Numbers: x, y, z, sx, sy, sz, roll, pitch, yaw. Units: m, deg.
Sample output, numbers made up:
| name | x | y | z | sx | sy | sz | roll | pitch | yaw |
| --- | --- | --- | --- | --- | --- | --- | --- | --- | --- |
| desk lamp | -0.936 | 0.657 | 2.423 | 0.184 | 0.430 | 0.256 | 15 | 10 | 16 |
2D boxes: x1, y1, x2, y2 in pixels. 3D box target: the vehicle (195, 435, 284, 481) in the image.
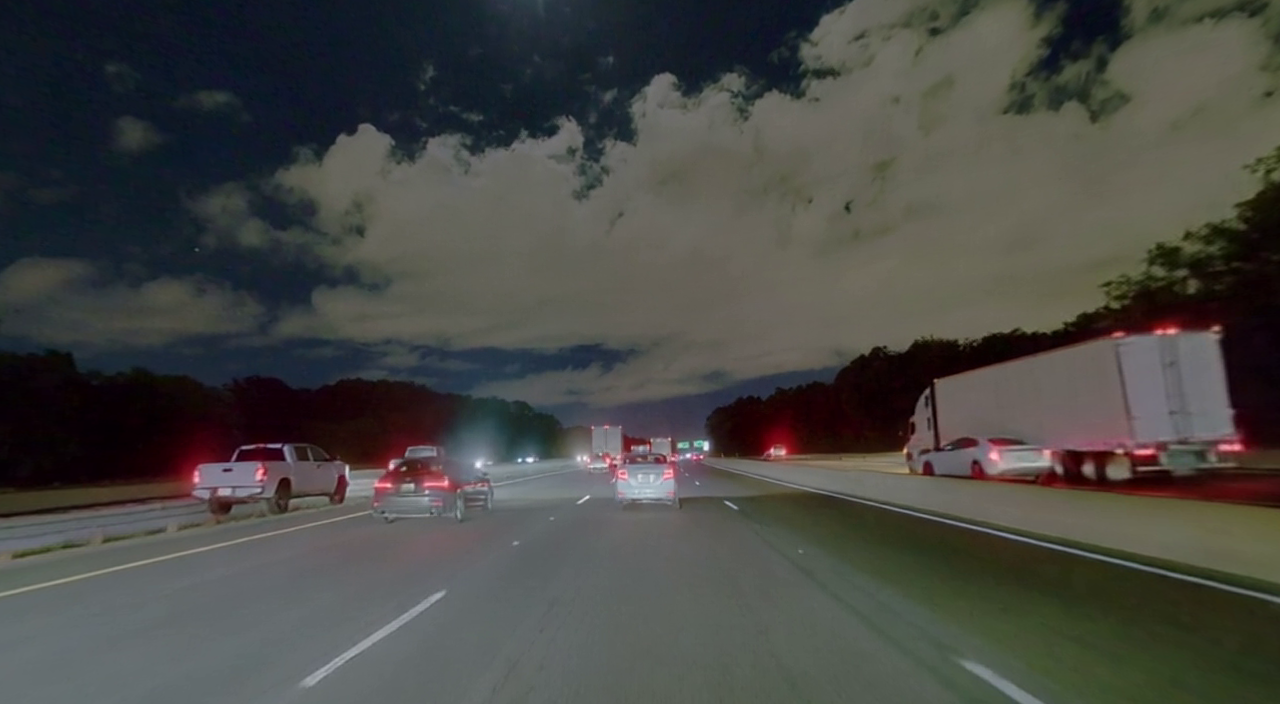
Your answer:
| name | x | y | z | sx | sy | sz | roll | pitch | yaw |
| --- | --- | --- | --- | --- | --- | --- | --- | --- | --- |
| vehicle | -31.555 | 8.393 | 49.949 | 2.761 | 3.380 | 5.944 | -1 | -9 | 4 |

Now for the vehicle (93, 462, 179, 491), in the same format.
| name | x | y | z | sx | sy | sz | roll | pitch | yaw |
| --- | --- | --- | --- | --- | --- | --- | --- | --- | --- |
| vehicle | -27.150 | 6.697 | 34.079 | 1.691 | 1.381 | 3.503 | 0 | -9 | 1 |

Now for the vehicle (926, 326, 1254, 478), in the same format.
| name | x | y | z | sx | sy | sz | roll | pitch | yaw |
| --- | --- | --- | --- | --- | --- | --- | --- | --- | --- |
| vehicle | 14.963 | 2.305 | 23.369 | 2.825 | 4.085 | 12.815 | 0 | -9 | 1 |

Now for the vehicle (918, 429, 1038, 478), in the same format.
| name | x | y | z | sx | sy | sz | roll | pitch | yaw |
| --- | --- | --- | --- | --- | --- | --- | --- | --- | --- |
| vehicle | 11.330 | 3.446 | 21.488 | 1.892 | 1.504 | 4.000 | 0 | -9 | 0 |

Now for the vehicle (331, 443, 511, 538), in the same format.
| name | x | y | z | sx | sy | sz | roll | pitch | yaw |
| --- | --- | --- | --- | --- | --- | --- | --- | --- | --- |
| vehicle | -4.000 | 2.593 | 12.434 | 1.929 | 1.509 | 4.331 | 0 | -9 | 1 |

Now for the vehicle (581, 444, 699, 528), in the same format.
| name | x | y | z | sx | sy | sz | roll | pitch | yaw |
| --- | --- | --- | --- | --- | --- | --- | --- | --- | --- |
| vehicle | 0.011 | 2.656 | 13.009 | 2.057 | 1.449 | 3.931 | 0 | -9 | 0 |
